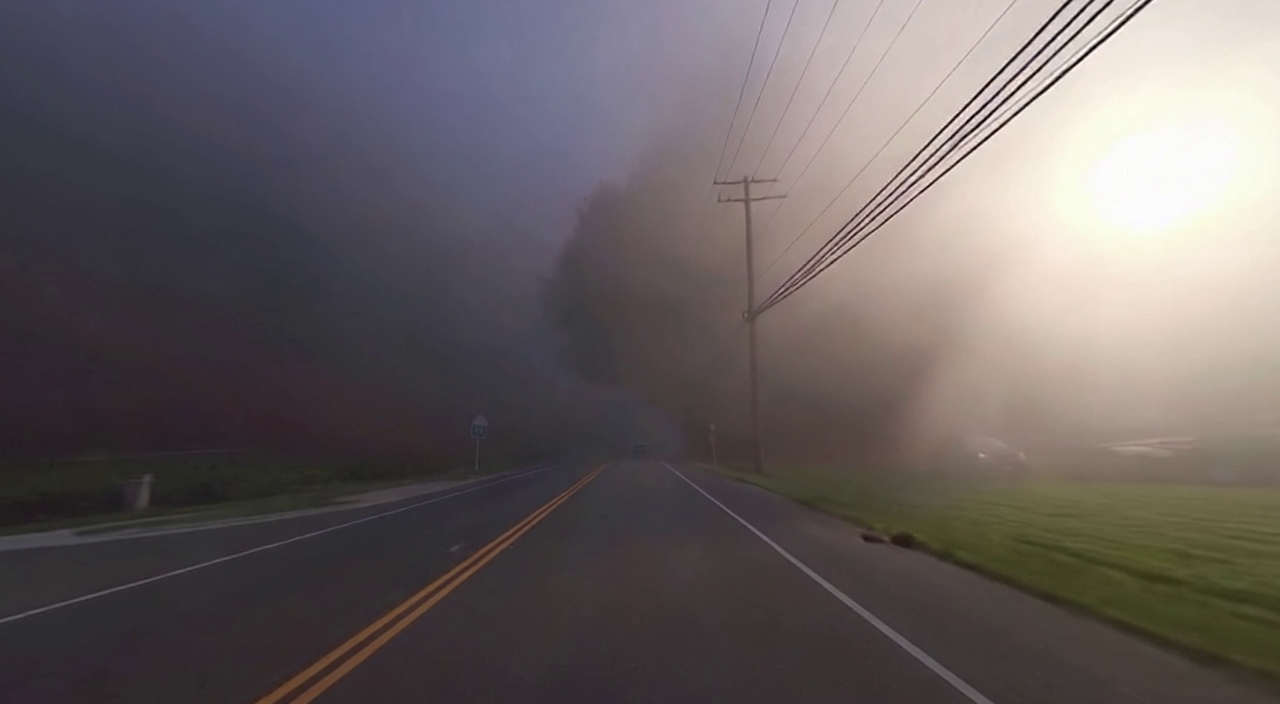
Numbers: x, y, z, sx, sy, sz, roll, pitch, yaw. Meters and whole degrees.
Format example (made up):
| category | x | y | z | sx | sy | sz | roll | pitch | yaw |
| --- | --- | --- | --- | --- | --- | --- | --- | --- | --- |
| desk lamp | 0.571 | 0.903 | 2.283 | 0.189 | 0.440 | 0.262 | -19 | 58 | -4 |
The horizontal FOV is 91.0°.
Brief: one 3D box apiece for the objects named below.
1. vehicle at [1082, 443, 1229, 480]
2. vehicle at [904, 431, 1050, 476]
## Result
| category | x | y | z | sx | sy | sz | roll | pitch | yaw |
| --- | --- | --- | --- | --- | --- | --- | --- | --- | --- |
| vehicle | 21.801 | 4.630 | 26.794 | 4.438 | 1.499 | 1.909 | -1 | -9 | 3 |
| vehicle | 15.914 | 4.832 | 30.037 | 5.494 | 2.011 | 2.421 | -1 | -9 | 5 |
